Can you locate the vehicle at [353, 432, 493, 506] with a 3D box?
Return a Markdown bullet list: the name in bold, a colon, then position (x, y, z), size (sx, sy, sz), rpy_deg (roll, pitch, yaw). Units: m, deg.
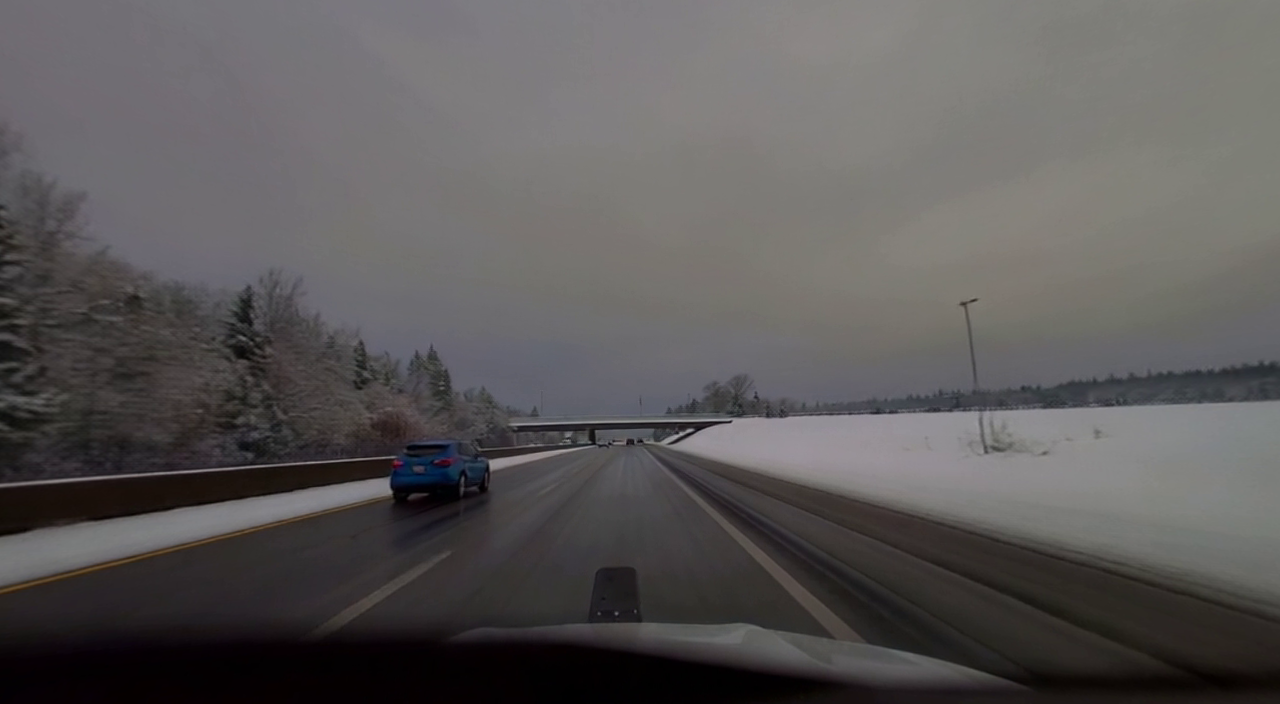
- **vehicle**: position (-4.917, 2.658, 14.892), size (1.965, 1.513, 3.774), rpy_deg (0, -8, 0)
